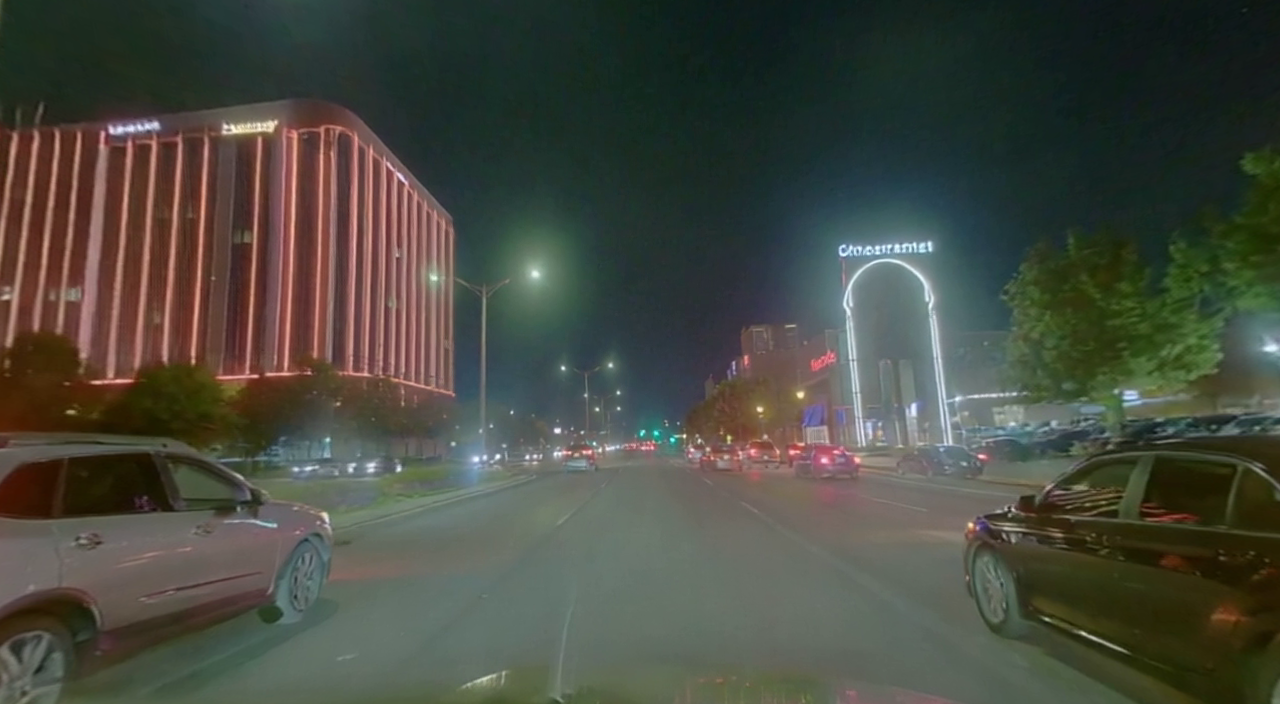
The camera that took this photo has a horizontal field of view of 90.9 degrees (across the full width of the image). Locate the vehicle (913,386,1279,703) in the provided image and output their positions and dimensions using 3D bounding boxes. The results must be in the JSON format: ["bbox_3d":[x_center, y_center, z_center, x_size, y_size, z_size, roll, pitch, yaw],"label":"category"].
[{"bbox_3d":[3.280,0.981,2.958,1.981,1.499,4.536,0,-9,0],"label":"vehicle"}]

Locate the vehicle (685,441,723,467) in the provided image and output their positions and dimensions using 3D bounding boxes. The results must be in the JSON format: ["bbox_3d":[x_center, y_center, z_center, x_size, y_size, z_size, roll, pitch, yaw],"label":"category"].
[{"bbox_3d":[4.273,6.892,42.697,2.007,1.683,4.171,0,-9,-2],"label":"vehicle"}]

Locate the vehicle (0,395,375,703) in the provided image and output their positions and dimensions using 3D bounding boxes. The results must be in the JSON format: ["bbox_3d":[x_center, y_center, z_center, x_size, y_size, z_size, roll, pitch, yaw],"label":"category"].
[{"bbox_3d":[-3.638,1.081,3.469,2.155,1.504,4.776,-1,-9,2],"label":"vehicle"}]

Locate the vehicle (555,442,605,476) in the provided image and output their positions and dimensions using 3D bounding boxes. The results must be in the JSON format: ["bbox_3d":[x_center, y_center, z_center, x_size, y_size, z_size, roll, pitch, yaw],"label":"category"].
[{"bbox_3d":[-2.832,5.150,30.574,1.917,1.511,4.436,-1,-9,1],"label":"vehicle"}]

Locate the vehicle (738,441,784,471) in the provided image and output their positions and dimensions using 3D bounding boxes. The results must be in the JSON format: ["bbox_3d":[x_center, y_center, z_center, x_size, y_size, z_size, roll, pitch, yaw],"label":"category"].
[{"bbox_3d":[7.753,6.693,40.779,2.003,1.789,4.718,0,-9,-1],"label":"vehicle"}]

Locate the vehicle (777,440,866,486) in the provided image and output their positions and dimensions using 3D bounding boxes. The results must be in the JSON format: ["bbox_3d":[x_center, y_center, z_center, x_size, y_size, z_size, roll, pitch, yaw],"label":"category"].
[{"bbox_3d":[7.145,4.394,25.304,2.077,1.666,4.342,0,-9,-3],"label":"vehicle"}]
